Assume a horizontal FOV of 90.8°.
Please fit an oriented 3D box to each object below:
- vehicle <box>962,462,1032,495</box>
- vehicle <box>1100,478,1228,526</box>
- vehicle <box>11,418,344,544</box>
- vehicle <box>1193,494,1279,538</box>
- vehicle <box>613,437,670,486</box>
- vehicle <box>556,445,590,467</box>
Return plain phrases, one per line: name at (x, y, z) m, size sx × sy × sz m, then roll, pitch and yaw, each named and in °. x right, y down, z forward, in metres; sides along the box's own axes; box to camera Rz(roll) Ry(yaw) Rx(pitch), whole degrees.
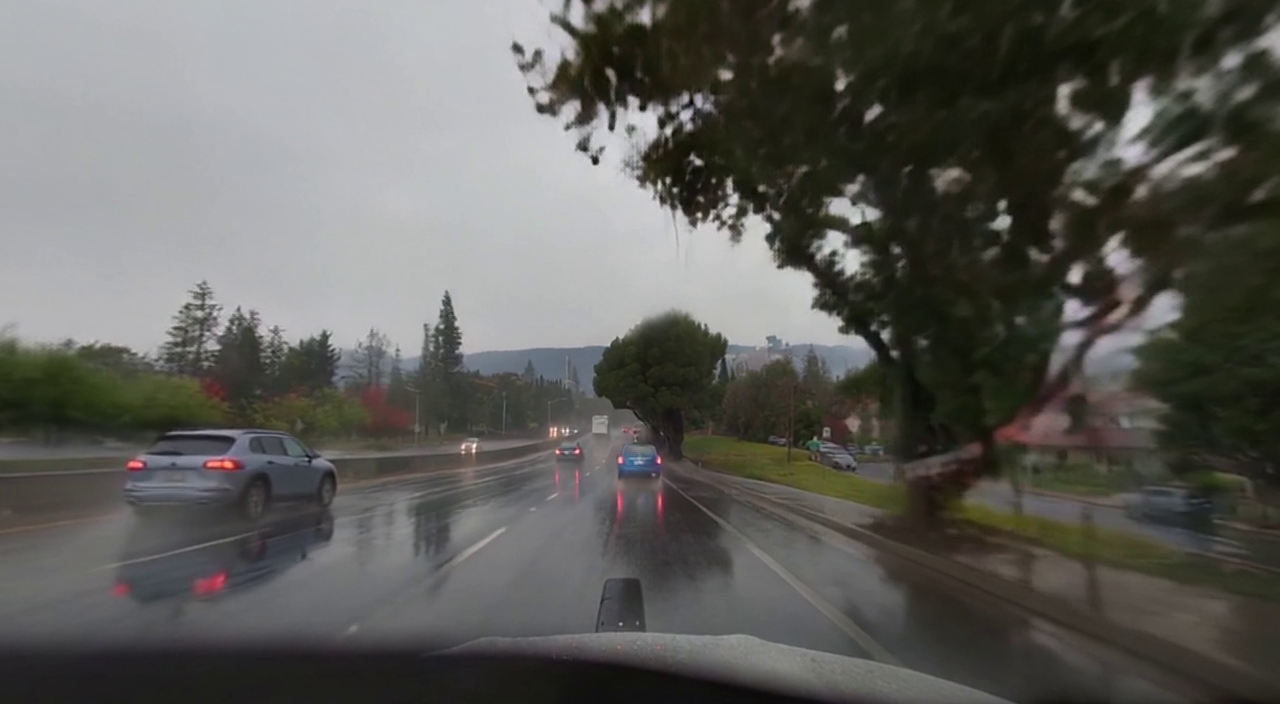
vehicle at (25.656, 9.068, 45.619) m, size 1.975 × 1.950 × 4.526 m, roll -1°, pitch -7°, yaw -6°
vehicle at (26.984, 7.695, 32.823) m, size 1.858 × 1.849 × 4.942 m, roll 0°, pitch -7°, yaw -10°
vehicle at (-7.358, 2.094, 10.995) m, size 1.997 × 1.650 × 5.090 m, roll 0°, pitch -9°, yaw -1°
vehicle at (27.645, 7.287, 27.804) m, size 1.874 × 1.577 × 4.877 m, roll 5°, pitch -9°, yaw -8°
vehicle at (0.029, 4.421, 25.805) m, size 2.125 × 1.830 × 4.370 m, roll 0°, pitch -9°, yaw 0°
vehicle at (-5.118, 8.013, 48.846) m, size 2.123 × 1.592 × 4.505 m, roll 0°, pitch -9°, yaw -1°
